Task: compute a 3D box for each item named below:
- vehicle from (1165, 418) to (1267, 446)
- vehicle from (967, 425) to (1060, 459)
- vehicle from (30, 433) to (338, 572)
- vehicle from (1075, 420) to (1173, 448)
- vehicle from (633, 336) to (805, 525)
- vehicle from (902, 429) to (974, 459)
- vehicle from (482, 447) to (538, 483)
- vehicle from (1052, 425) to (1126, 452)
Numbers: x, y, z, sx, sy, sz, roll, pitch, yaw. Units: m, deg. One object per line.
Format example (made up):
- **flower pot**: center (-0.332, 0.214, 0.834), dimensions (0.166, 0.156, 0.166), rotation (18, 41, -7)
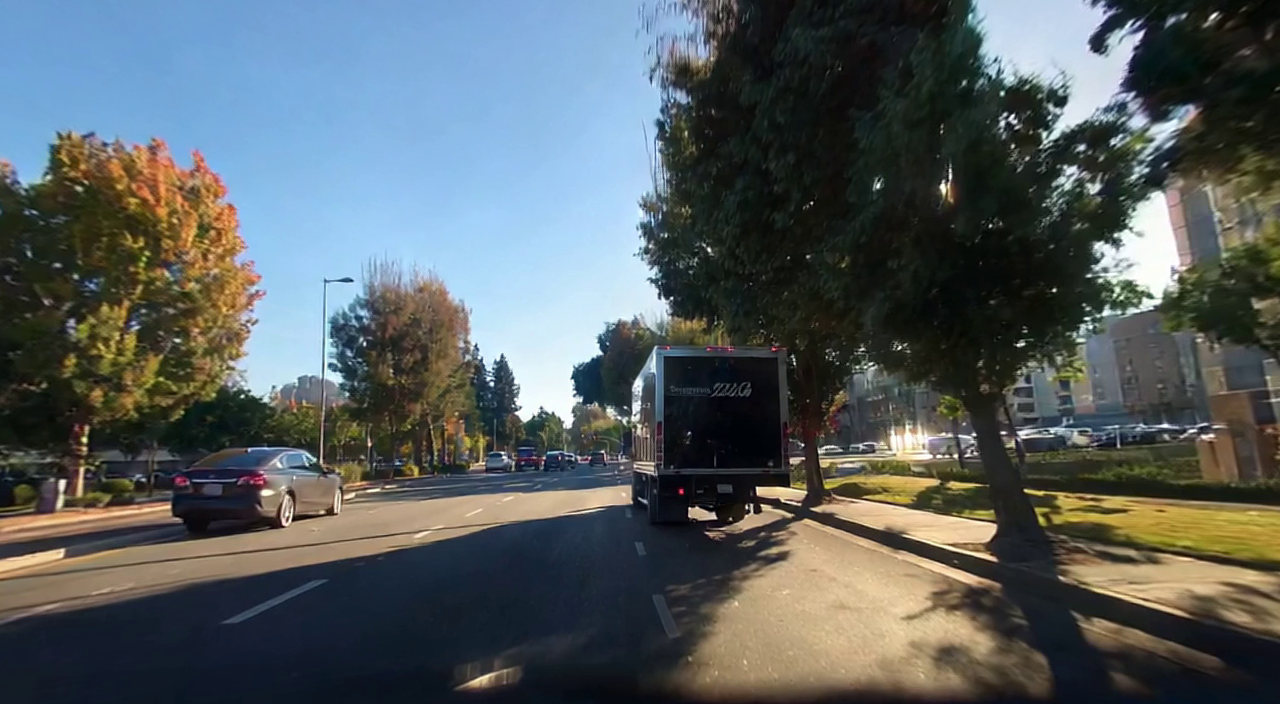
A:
- **vehicle**: center (38.927, 5.473, 42.620), dimensions (1.858, 1.687, 5.044), rotation (0, -9, -5)
- **vehicle**: center (24.577, 6.015, 41.663), dimensions (2.220, 1.981, 5.827), rotation (3, -9, -5)
- **vehicle**: center (-6.677, 2.181, 9.973), dimensions (1.958, 1.672, 4.283), rotation (1, -9, -6)
- **vehicle**: center (32.765, 5.635, 42.716), dimensions (2.039, 1.714, 5.431), rotation (1, -9, -4)
- **vehicle**: center (1.467, 2.159, 16.642), dimensions (2.905, 3.644, 8.807), rotation (1, -9, -3)
- **vehicle**: center (19.271, 6.002, 40.848), dimensions (1.880, 1.804, 4.679), rotation (1, -9, -7)
- **vehicle**: center (-6.824, 5.937, 33.402), dimensions (2.095, 1.759, 4.433), rotation (0, -9, -2)
- **vehicle**: center (29.794, 5.778, 41.767), dimensions (1.827, 1.498, 3.785), rotation (-5, -9, -5)
